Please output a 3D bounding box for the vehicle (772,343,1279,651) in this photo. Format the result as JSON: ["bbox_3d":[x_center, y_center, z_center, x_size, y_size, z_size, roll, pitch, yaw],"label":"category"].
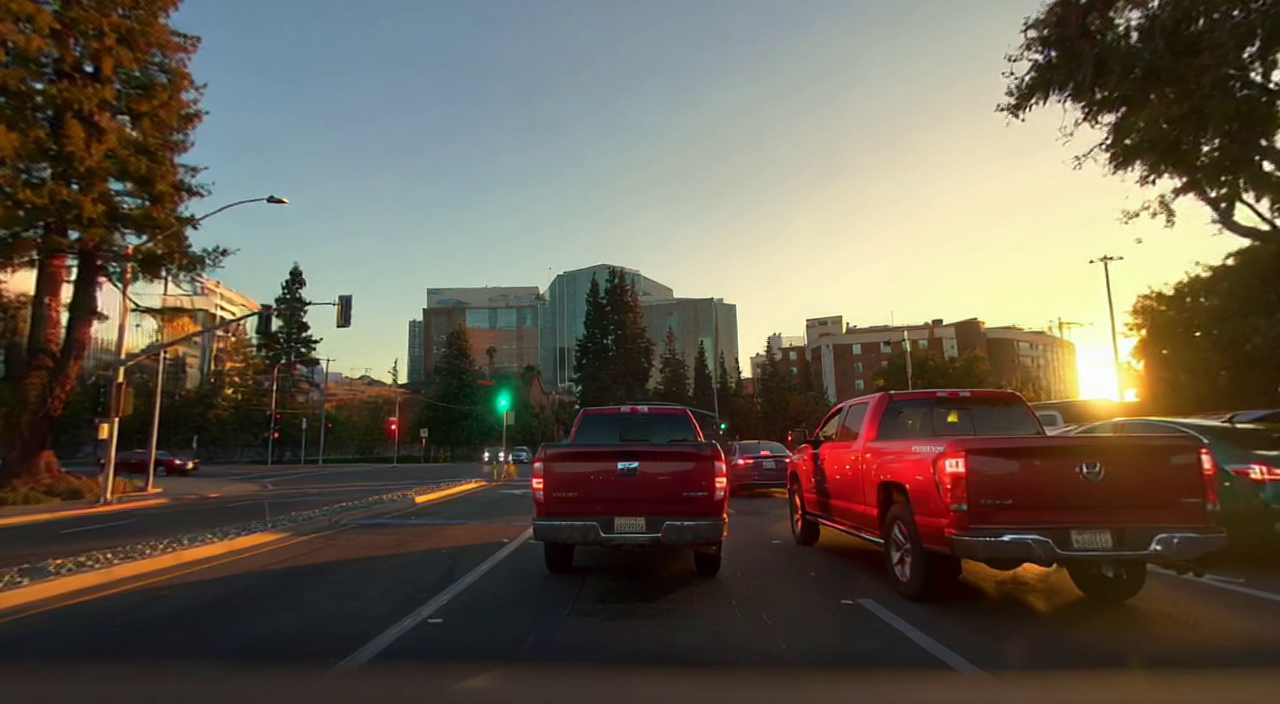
[{"bbox_3d":[3.319,1.328,6.923,2.412,1.953,5.682,0,-9,-1],"label":"vehicle"}]

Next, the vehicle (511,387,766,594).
[{"bbox_3d":[-0.063,1.594,8.157,2.240,1.821,5.001,0,-9,-1],"label":"vehicle"}]

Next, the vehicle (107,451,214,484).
[{"bbox_3d":[-26.393,6.334,34.988,4.437,1.669,1.936,5,-10,-30],"label":"vehicle"}]
